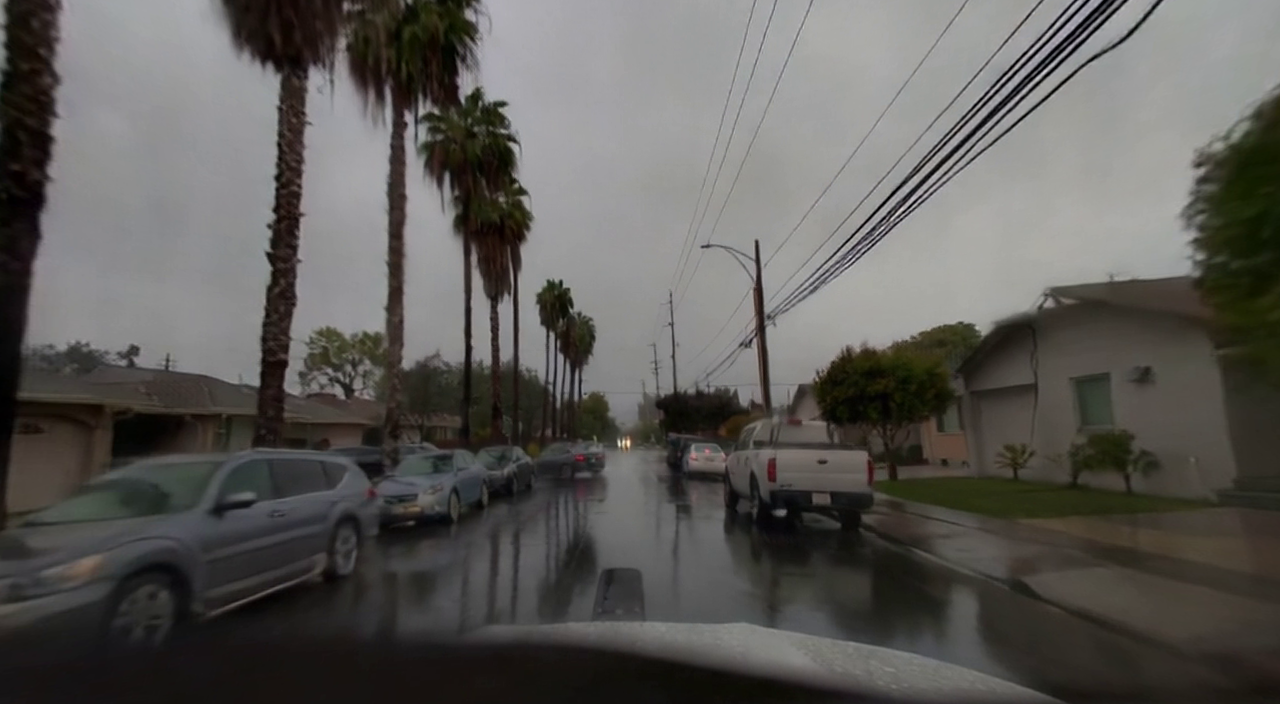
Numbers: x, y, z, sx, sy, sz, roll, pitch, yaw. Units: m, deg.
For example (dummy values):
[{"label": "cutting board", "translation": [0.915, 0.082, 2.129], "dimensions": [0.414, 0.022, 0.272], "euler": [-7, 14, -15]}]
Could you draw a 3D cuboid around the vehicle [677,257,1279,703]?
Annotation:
[{"label": "vehicle", "translation": [1.846, 1.225, 3.273], "dimensions": [2.966, 2.216, 4.279], "euler": [0, -9, -1]}]

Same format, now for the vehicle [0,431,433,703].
[{"label": "vehicle", "translation": [-3.984, 1.586, 5.865], "dimensions": [2.130, 1.543, 5.386], "euler": [0, -9, 2]}]
